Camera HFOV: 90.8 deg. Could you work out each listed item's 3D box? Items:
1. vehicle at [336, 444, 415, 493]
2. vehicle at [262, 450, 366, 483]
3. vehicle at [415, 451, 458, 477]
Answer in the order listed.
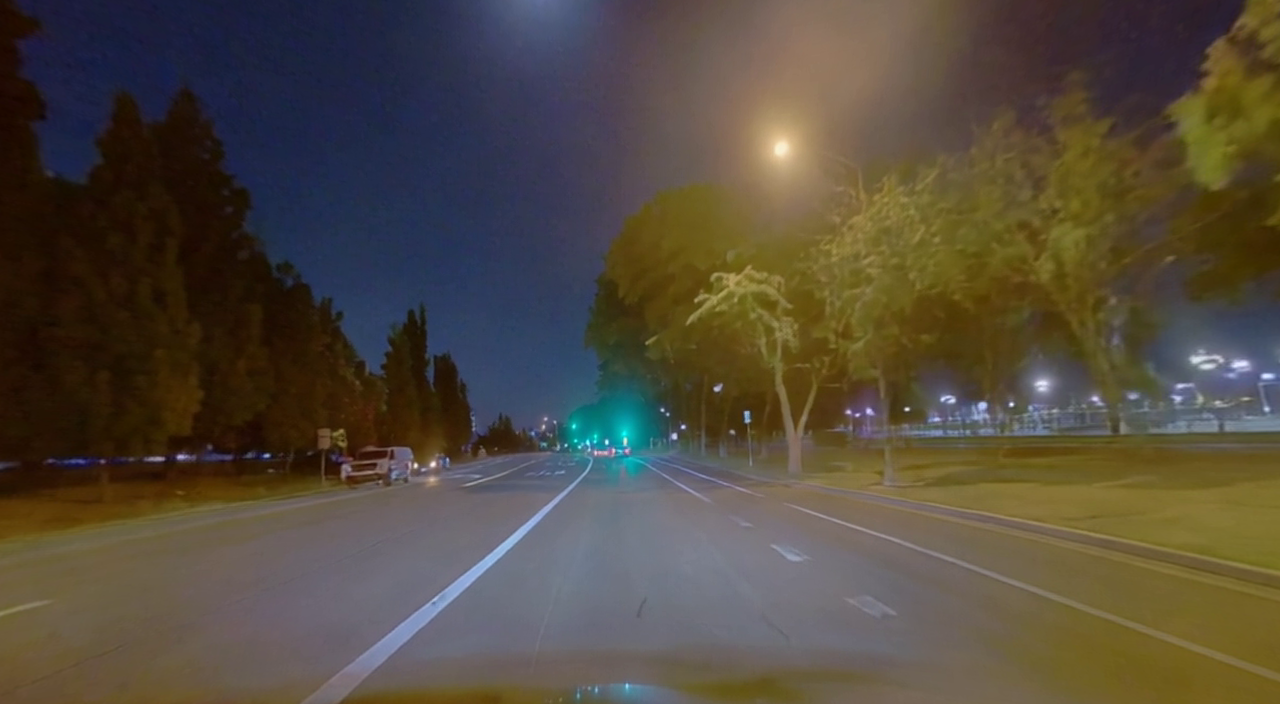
[{"bbox_3d":[-13.776,6.024,33.296,2.314,2.144,5.403,-4,-7,-6],"label":"vehicle"},{"bbox_3d":[-20.160,7.085,39.218,5.168,1.886,2.283,-1,-8,1],"label":"vehicle"},{"bbox_3d":[-15.102,8.344,47.112,2.090,1.680,4.434,-3,-9,-6],"label":"vehicle"}]
